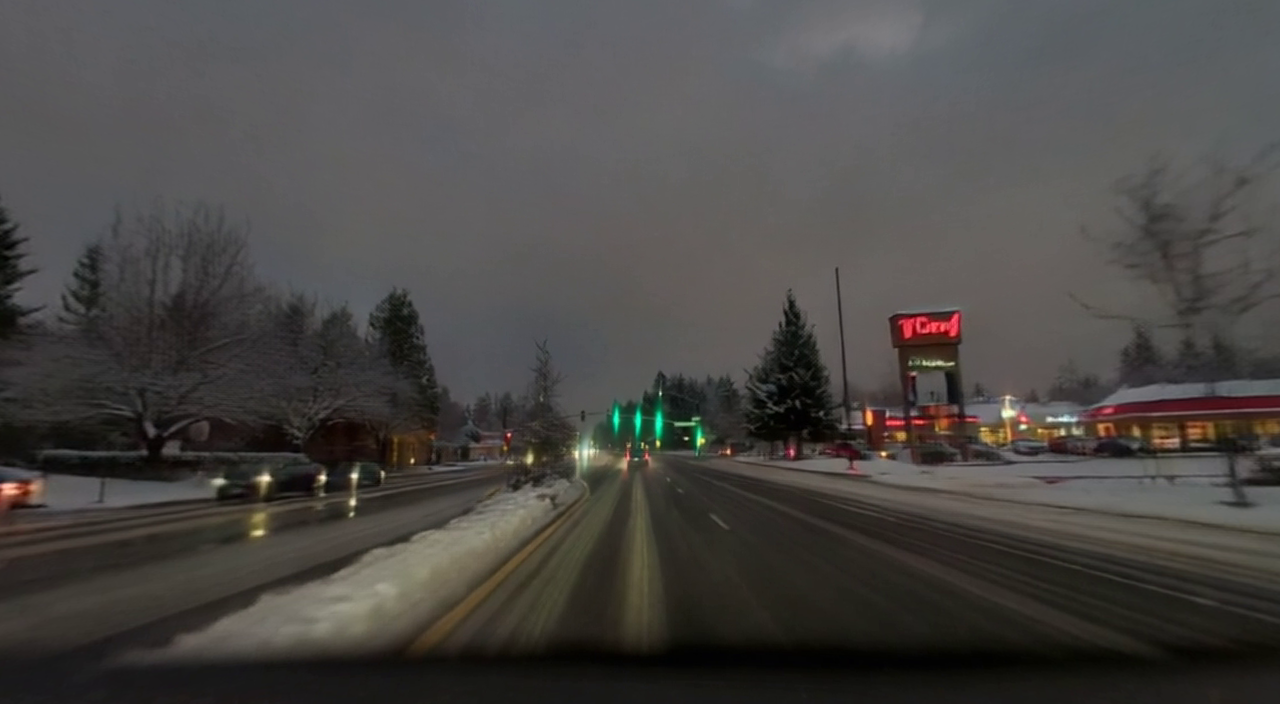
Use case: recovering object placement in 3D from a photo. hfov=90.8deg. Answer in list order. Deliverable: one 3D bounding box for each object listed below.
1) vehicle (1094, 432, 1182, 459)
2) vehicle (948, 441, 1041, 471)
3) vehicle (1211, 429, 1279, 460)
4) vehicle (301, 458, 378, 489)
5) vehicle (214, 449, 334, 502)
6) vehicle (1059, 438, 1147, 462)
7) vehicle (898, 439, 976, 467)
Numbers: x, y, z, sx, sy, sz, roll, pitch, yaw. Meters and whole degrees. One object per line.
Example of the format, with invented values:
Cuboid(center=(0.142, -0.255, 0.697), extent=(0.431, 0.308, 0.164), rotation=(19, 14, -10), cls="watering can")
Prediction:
Cuboid(center=(38.098, 7.142, 48.401), extent=(4.809, 1.814, 2.098), rotation=(-2, -8, 3), cls="vehicle")
Cuboid(center=(19.356, 5.642, 34.439), extent=(4.731, 1.535, 2.079), rotation=(4, -10, -27), cls="vehicle")
Cuboid(center=(37.813, 5.601, 38.225), extent=(4.379, 1.756, 2.053), rotation=(0, -9, 0), cls="vehicle")
Cuboid(center=(-16.745, 6.766, 35.476), extent=(1.888, 1.591, 4.431), rotation=(-1, -9, 3), cls="vehicle")
Cuboid(center=(-14.493, 4.848, 25.420), extent=(2.046, 1.900, 4.689), rotation=(0, -9, -1), cls="vehicle")
Cuboid(center=(31.735, 6.725, 43.400), extent=(4.446, 1.560, 1.943), rotation=(0, -9, 3), cls="vehicle")
Cuboid(center=(19.118, 6.480, 40.634), extent=(4.630, 1.704, 2.063), rotation=(4, -10, -27), cls="vehicle")
